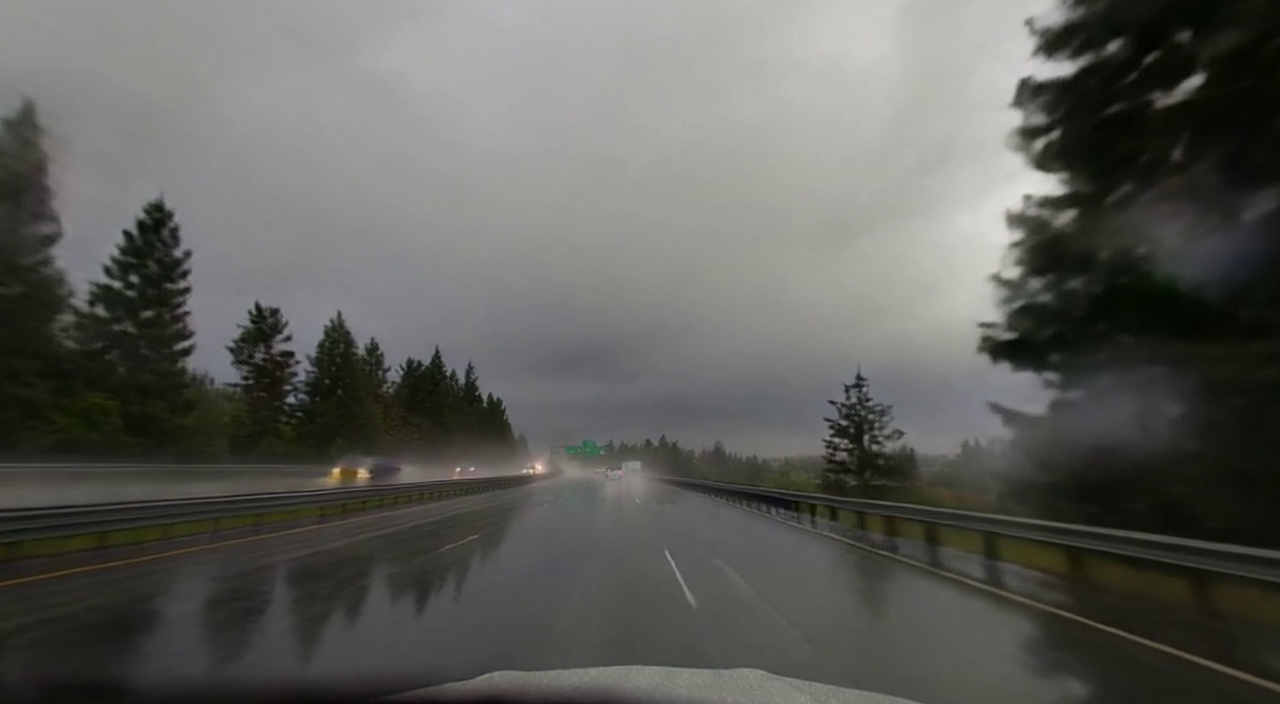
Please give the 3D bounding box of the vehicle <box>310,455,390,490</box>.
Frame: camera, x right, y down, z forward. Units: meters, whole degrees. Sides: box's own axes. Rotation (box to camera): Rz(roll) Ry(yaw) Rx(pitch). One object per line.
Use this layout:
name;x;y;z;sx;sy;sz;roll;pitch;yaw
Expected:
vehicle;-14.338;6.018;31.485;1.931;1.540;4.465;1;-11;-1
